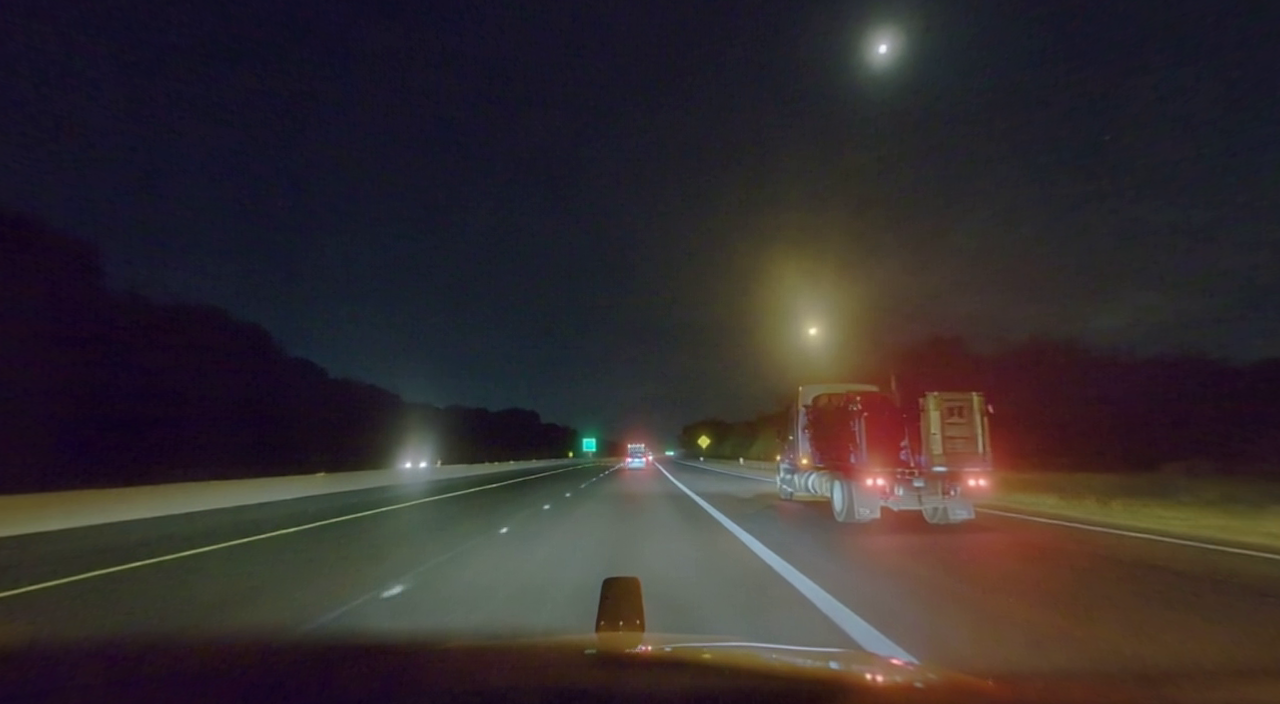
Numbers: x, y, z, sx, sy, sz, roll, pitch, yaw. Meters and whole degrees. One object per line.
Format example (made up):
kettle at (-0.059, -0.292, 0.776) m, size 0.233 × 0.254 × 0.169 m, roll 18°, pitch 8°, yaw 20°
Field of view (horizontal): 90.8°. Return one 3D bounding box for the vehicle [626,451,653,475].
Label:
vehicle at (-0.032, 7.180, 40.872) m, size 1.695 × 1.437 × 3.506 m, roll 0°, pitch -9°, yaw 0°
